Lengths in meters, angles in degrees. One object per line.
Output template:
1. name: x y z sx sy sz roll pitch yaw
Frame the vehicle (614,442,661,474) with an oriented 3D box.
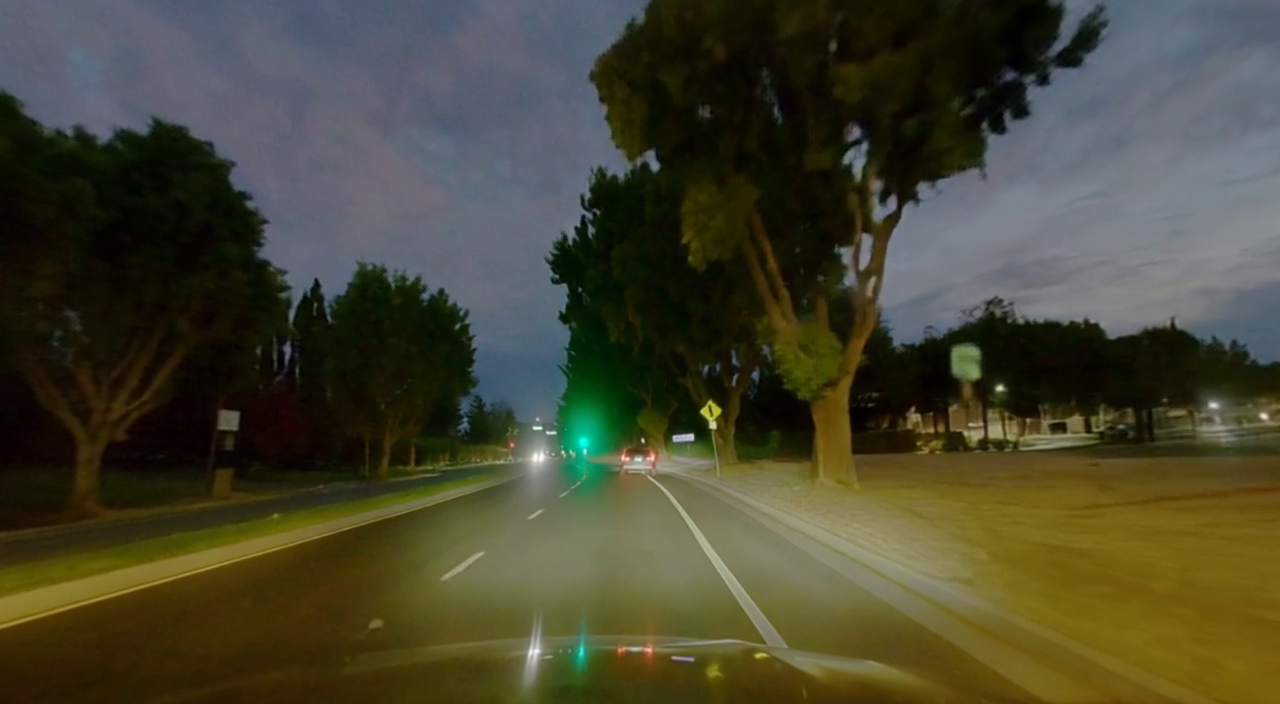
1. vehicle: -0.059 5.227 31.421 2.111 1.466 4.223 -1 -8 2
